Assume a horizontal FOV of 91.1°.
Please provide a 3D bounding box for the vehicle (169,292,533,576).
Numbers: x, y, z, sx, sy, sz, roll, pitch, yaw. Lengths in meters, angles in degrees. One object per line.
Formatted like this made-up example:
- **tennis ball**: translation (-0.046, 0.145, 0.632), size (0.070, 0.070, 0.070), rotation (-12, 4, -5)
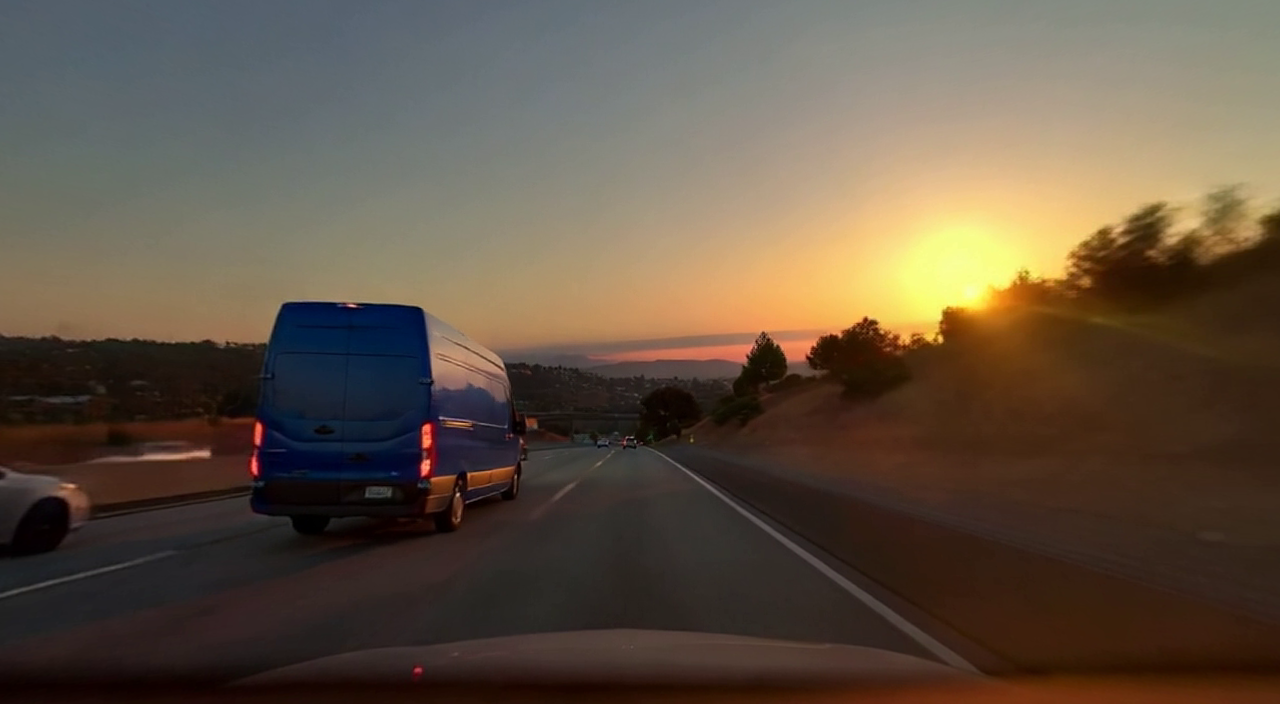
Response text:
- **vehicle**: translation (-3.432, 1.258, 9.880), size (2.428, 2.782, 7.330), rotation (0, -8, -2)
